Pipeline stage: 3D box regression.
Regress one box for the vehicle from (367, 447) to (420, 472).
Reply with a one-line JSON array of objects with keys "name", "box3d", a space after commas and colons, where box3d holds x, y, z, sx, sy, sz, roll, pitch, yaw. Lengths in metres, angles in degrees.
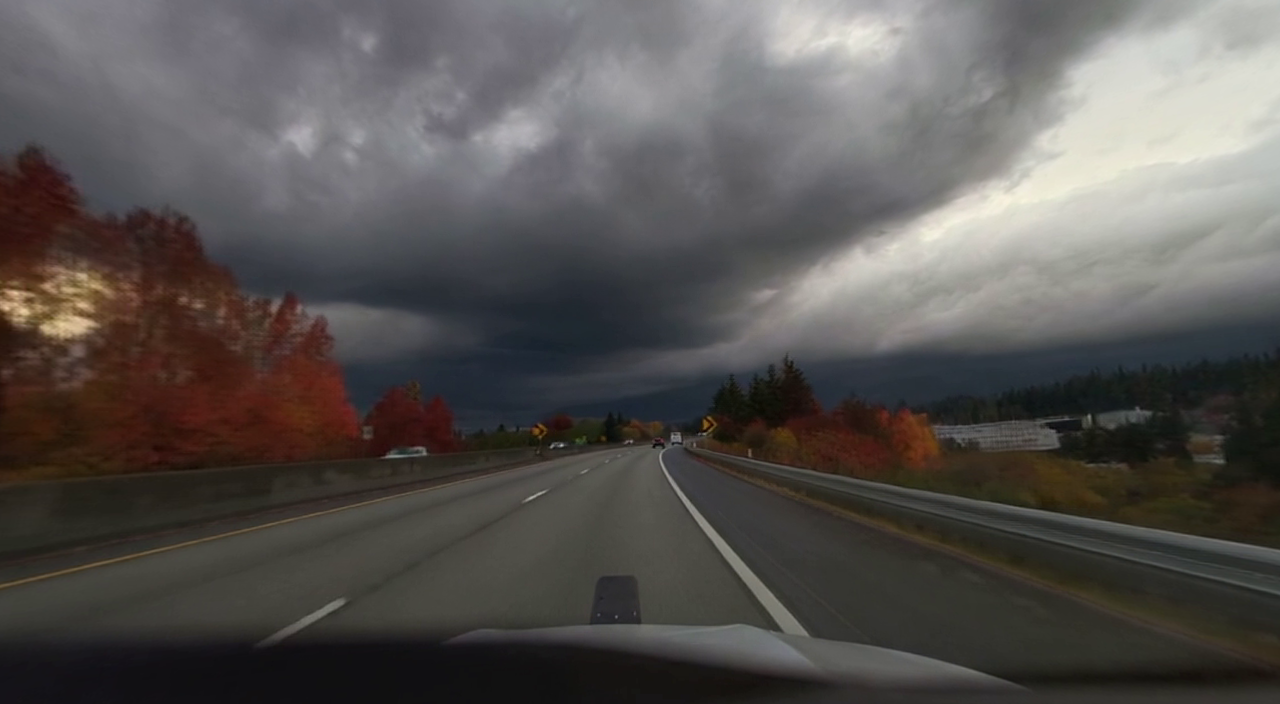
[{"name": "vehicle", "box3d": [-15.305, 6.656, 39.235, 1.728, 1.445, 3.746, 0, -8, 1]}]
